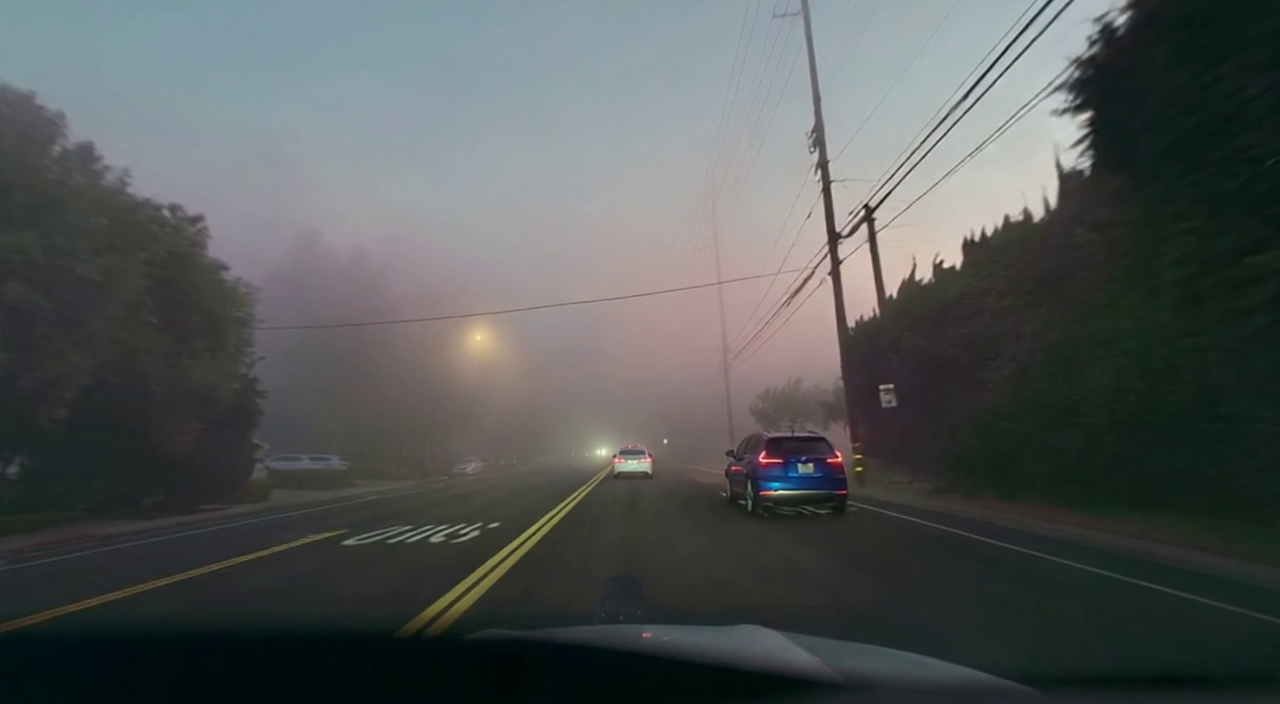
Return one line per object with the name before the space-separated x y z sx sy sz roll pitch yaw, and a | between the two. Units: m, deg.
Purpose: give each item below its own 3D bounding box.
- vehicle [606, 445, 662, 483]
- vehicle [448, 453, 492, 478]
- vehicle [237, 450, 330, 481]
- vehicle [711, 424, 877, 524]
vehicle | -0.239 4.668 26.668 2.196 1.449 4.006 0 -8 0
vehicle | -12.252 8.156 45.795 2.044 1.534 4.554 -1 -8 -2
vehicle | -21.045 6.691 37.452 4.240 1.717 2.043 0 -8 -2
vehicle | 3.028 2.531 13.716 2.200 1.763 4.676 1 -8 -3
